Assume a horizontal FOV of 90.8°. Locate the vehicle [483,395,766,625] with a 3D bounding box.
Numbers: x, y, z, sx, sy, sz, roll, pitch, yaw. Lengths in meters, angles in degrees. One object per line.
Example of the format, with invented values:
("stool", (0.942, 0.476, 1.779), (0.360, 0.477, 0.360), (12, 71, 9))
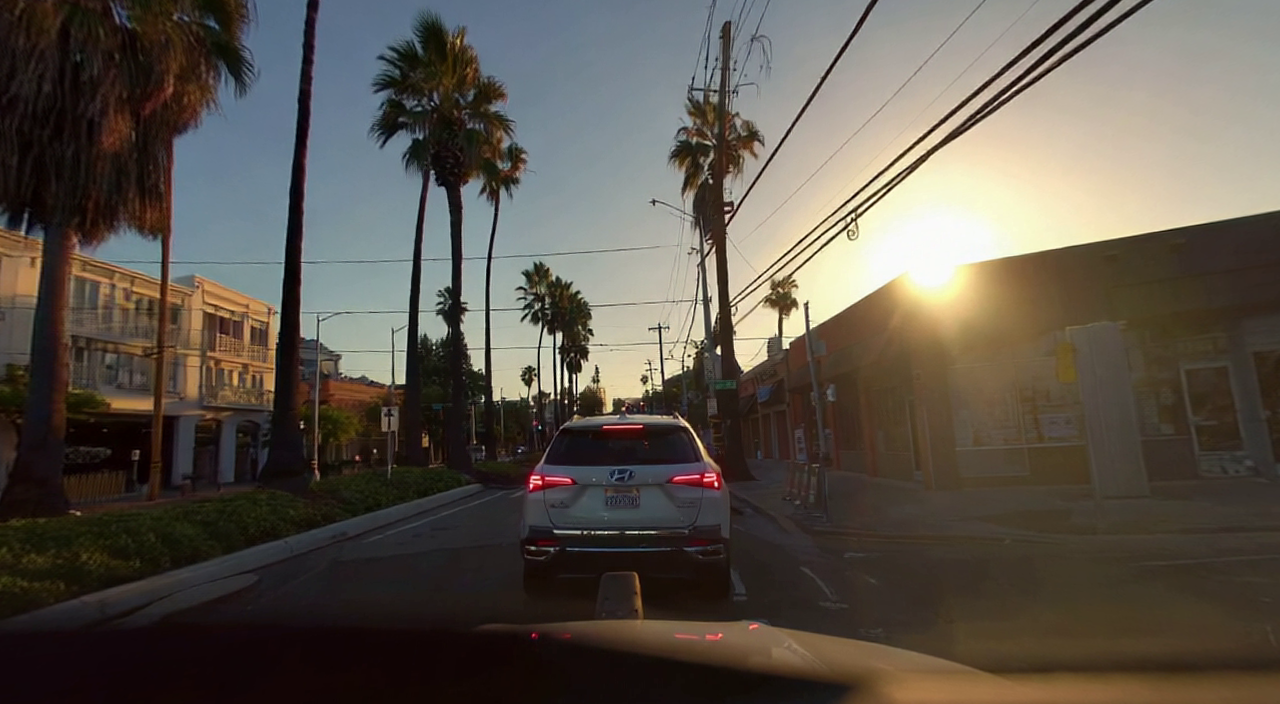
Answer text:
("vehicle", (-0.200, 1.449, 6.683), (2.105, 1.702, 3.750), (0, -8, -3))
